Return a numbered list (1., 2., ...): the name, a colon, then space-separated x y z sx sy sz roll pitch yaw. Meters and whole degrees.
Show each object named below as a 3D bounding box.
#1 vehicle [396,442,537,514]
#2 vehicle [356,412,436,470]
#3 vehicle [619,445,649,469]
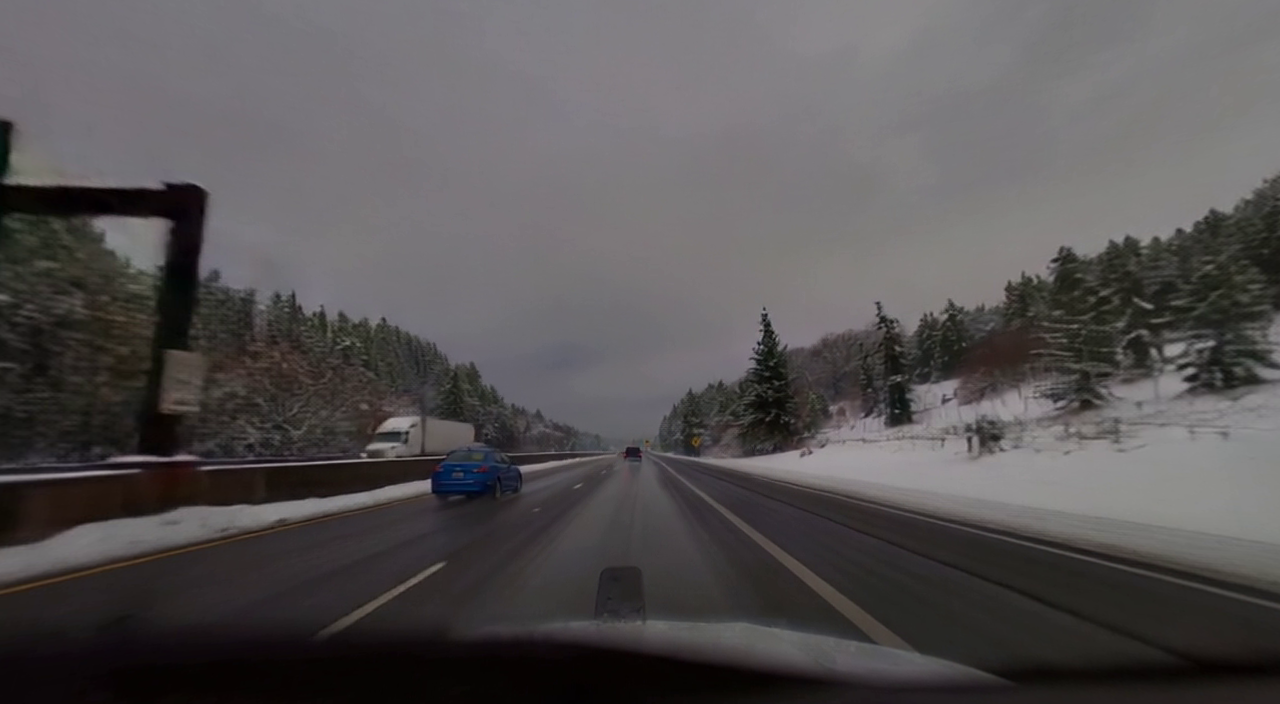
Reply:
1. vehicle: -4.013 2.992 15.567 2.157 1.483 4.601 0 -9 0
2. vehicle: -16.933 6.283 44.262 3.013 3.781 6.029 0 -8 1
3. vehicle: -0.394 7.297 44.151 2.011 1.590 3.607 0 -9 1
